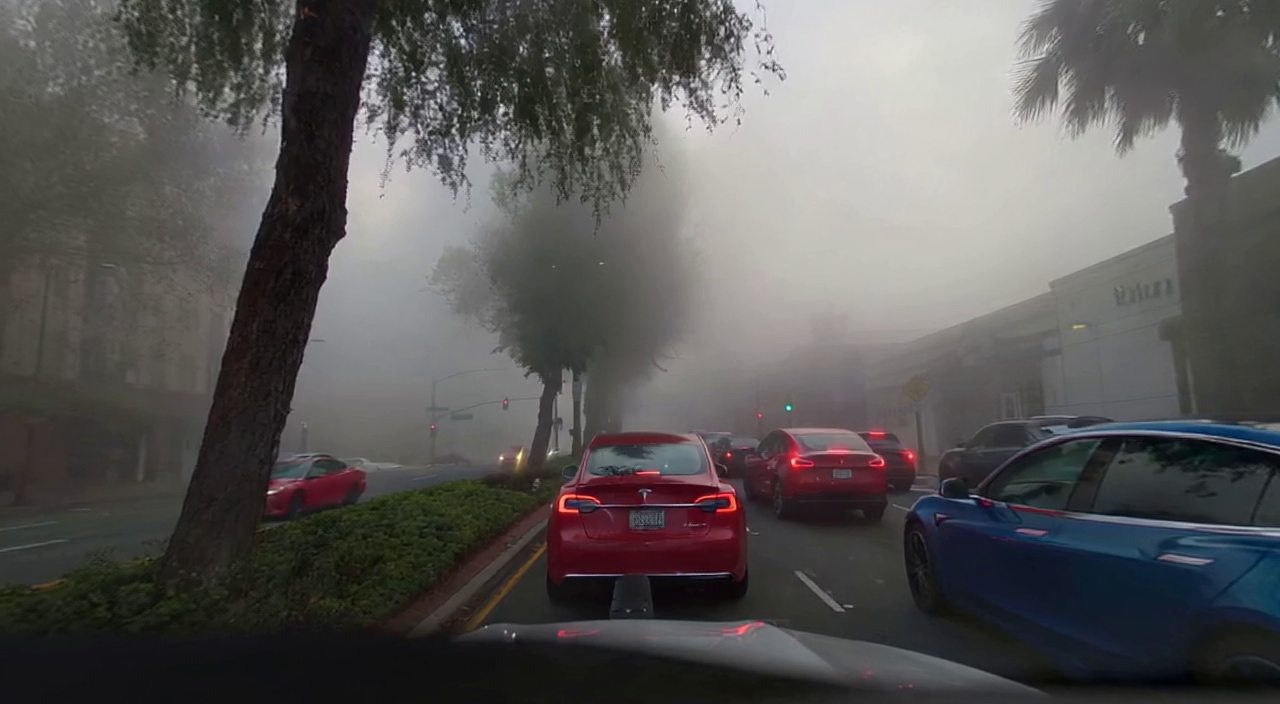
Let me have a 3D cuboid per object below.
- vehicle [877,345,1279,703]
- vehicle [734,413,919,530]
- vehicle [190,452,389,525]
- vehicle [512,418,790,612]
[{"bbox_3d":[3.183,0.999,3.432,2.038,1.651,4.455,0,-8,0],"label":"vehicle"},{"bbox_3d":[3.162,2.128,11.773,2.088,1.769,4.283,0,-8,-1],"label":"vehicle"},{"bbox_3d":[-7.910,3.080,14.859,2.089,1.381,4.477,0,-8,0],"label":"vehicle"},{"bbox_3d":[0.101,1.553,6.911,2.137,1.488,3.938,0,-8,1],"label":"vehicle"}]
